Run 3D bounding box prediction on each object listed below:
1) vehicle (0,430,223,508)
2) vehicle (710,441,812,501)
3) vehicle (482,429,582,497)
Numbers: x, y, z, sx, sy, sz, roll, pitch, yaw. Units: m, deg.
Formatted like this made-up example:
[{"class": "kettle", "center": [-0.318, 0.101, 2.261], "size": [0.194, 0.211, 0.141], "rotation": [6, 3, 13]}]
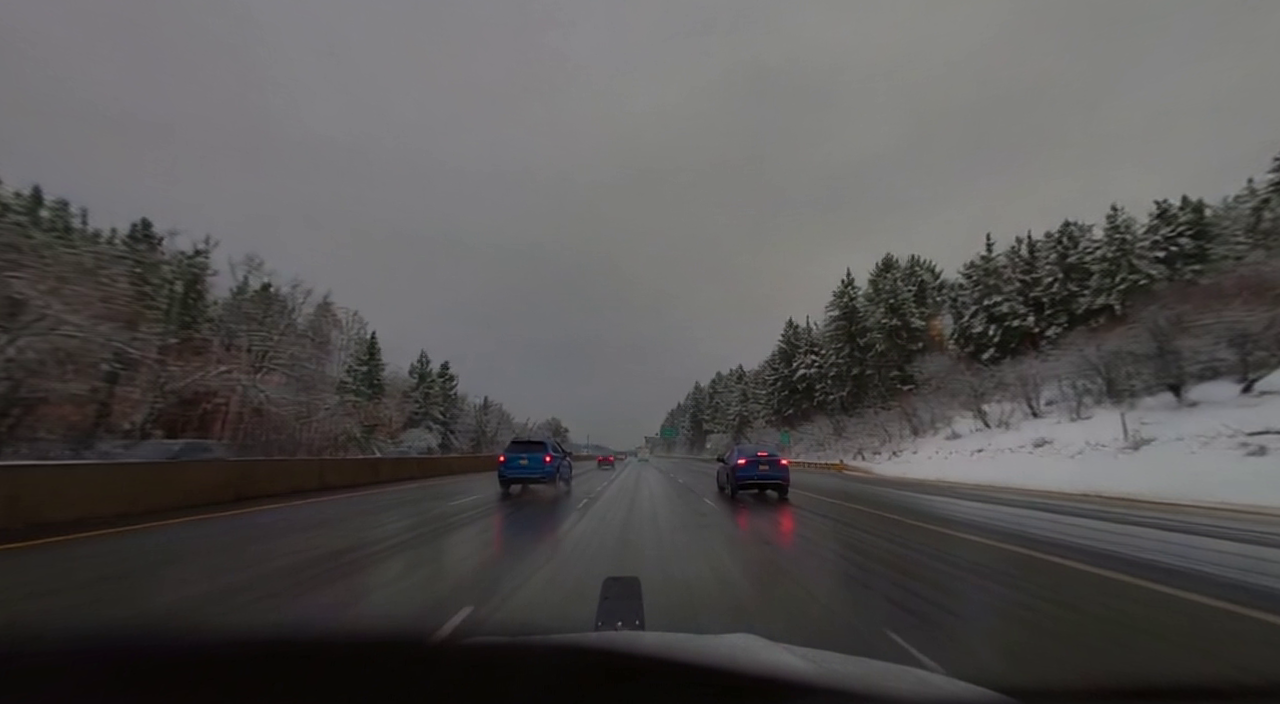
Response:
[{"class": "vehicle", "center": [-12.085, 2.638, 14.566], "size": [1.941, 1.526, 4.125], "rotation": [0, -9, 1]}, {"class": "vehicle", "center": [3.251, 3.293, 17.849], "size": [1.979, 1.486, 4.125], "rotation": [0, -9, -1]}, {"class": "vehicle", "center": [-3.041, 3.254, 18.768], "size": [2.137, 1.756, 4.453], "rotation": [0, -9, 1]}]
